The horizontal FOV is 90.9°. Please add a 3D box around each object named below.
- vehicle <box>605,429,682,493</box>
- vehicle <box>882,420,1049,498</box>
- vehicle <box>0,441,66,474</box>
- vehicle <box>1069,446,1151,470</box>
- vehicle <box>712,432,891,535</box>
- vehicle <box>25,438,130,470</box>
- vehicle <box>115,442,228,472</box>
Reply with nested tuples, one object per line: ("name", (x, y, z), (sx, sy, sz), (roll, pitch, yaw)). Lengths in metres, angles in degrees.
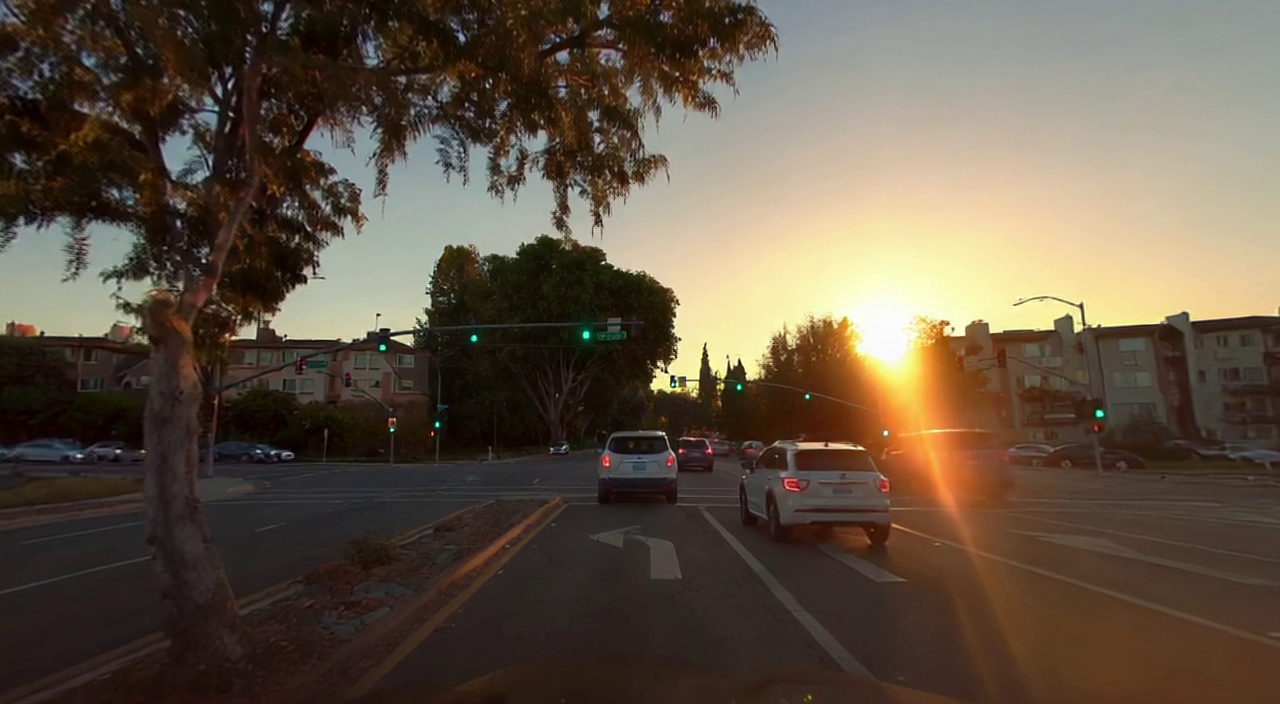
("vehicle", (0.024, 3.239, 19.087), (2.099, 1.705, 4.020), (0, -8, -2))
("vehicle", (9.348, 3.124, 18.790), (2.207, 1.990, 5.173), (0, -8, 0))
("vehicle", (-35.037, 5.808, 34.871), (4.465, 1.693, 1.959), (2, -9, -1))
("vehicle", (33.067, 7.427, 44.419), (4.215, 1.618, 1.949), (0, -8, -2))
("vehicle", (2.598, 2.241, 11.407), (2.009, 1.480, 4.423), (0, -8, -1))
("vehicle", (-36.882, 6.668, 41.432), (4.771, 1.778, 2.032), (3, -8, -3))
("vehicle", (-26.346, 5.921, 35.564), (4.724, 1.630, 1.968), (0, -8, -3))
